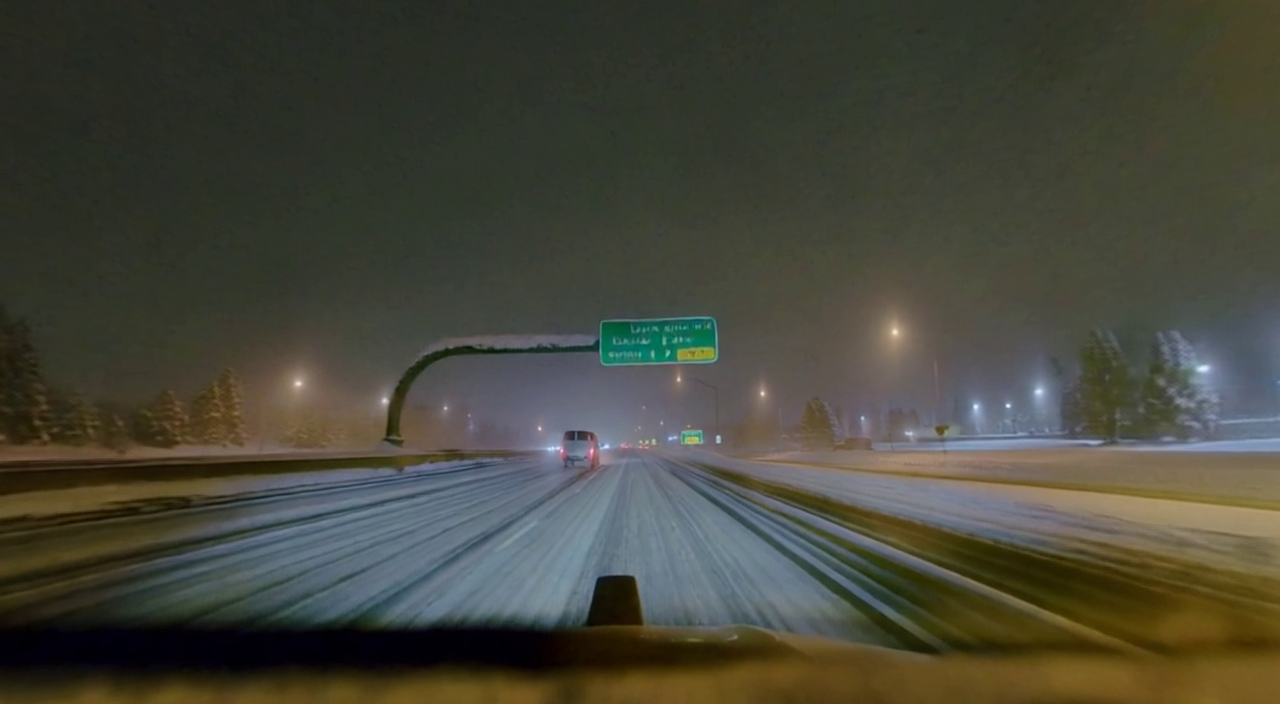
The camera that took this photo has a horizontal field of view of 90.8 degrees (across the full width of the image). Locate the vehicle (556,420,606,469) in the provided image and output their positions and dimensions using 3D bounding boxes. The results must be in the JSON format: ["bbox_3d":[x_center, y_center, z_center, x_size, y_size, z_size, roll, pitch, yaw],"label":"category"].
[{"bbox_3d":[-3.776,6.118,41.848,2.881,2.937,7.045,0,-9,-2],"label":"vehicle"}]
